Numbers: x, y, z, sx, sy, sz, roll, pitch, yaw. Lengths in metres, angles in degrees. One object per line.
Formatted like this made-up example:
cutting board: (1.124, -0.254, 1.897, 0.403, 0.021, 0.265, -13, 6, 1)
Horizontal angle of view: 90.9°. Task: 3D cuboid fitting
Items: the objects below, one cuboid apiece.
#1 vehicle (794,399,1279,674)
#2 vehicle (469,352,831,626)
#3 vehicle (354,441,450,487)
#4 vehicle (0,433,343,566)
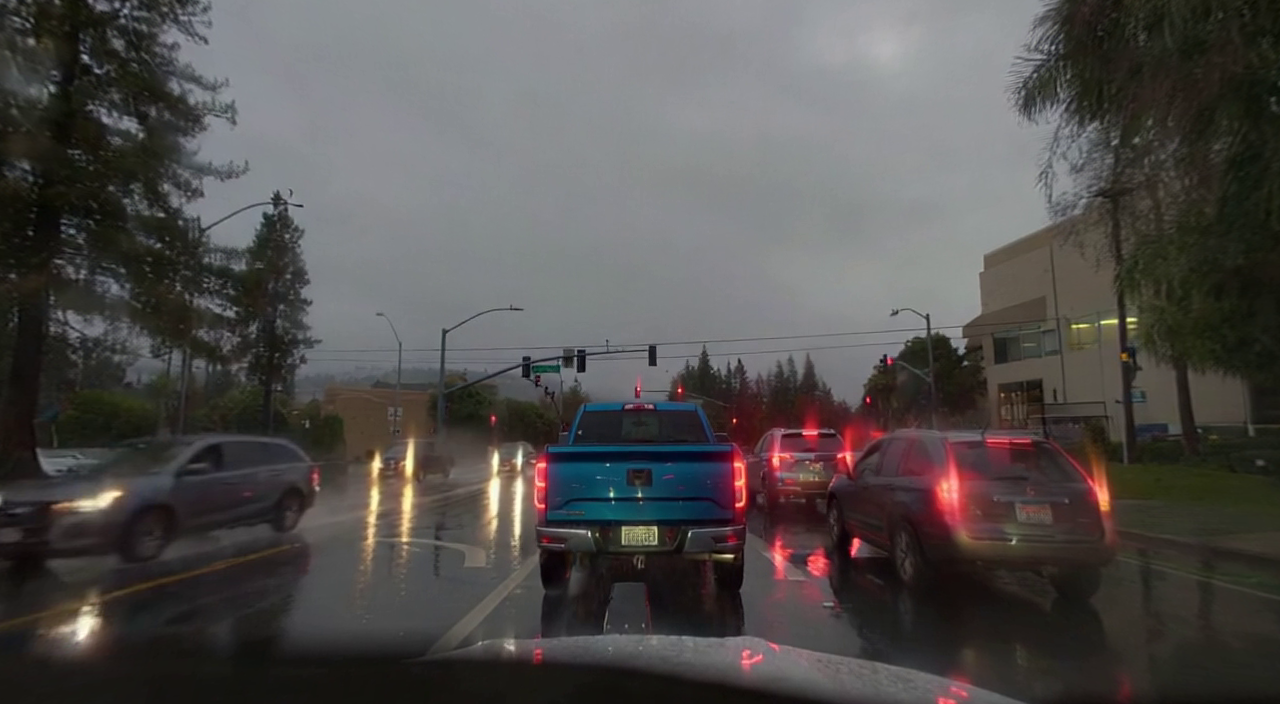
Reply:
vehicle: (3.330, 1.506, 6.490, 2.155, 1.667, 5.162, 0, -8, 0)
vehicle: (0.091, 1.394, 7.416, 2.636, 2.011, 5.425, 0, -8, 1)
vehicle: (-9.243, 4.363, 24.920, 1.920, 1.563, 4.643, -2, -8, 1)
vehicle: (-6.622, 2.023, 9.541, 1.905, 1.494, 4.666, 0, -8, 1)
